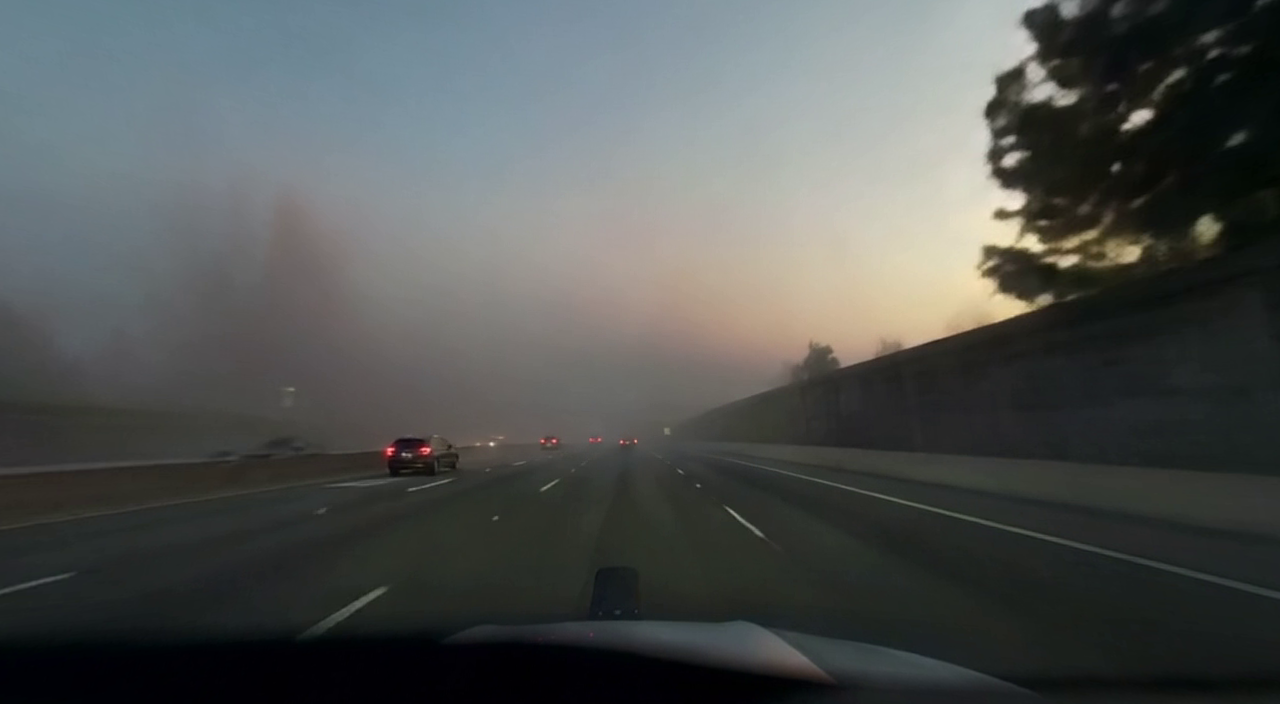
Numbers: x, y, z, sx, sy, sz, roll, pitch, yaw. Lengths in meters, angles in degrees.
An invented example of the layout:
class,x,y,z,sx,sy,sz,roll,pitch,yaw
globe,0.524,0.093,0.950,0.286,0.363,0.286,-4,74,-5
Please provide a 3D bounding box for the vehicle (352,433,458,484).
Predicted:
class,x,y,z,sx,sy,sz,roll,pitch,yaw
vehicle,-7.680,3.483,21.034,1.972,1.532,4.222,0,-8,-1

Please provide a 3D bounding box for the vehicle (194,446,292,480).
class,x,y,z,sx,sy,sz,roll,pitch,yaw
vehicle,-19.856,5.557,31.741,1.858,1.483,4.771,0,-8,-1
